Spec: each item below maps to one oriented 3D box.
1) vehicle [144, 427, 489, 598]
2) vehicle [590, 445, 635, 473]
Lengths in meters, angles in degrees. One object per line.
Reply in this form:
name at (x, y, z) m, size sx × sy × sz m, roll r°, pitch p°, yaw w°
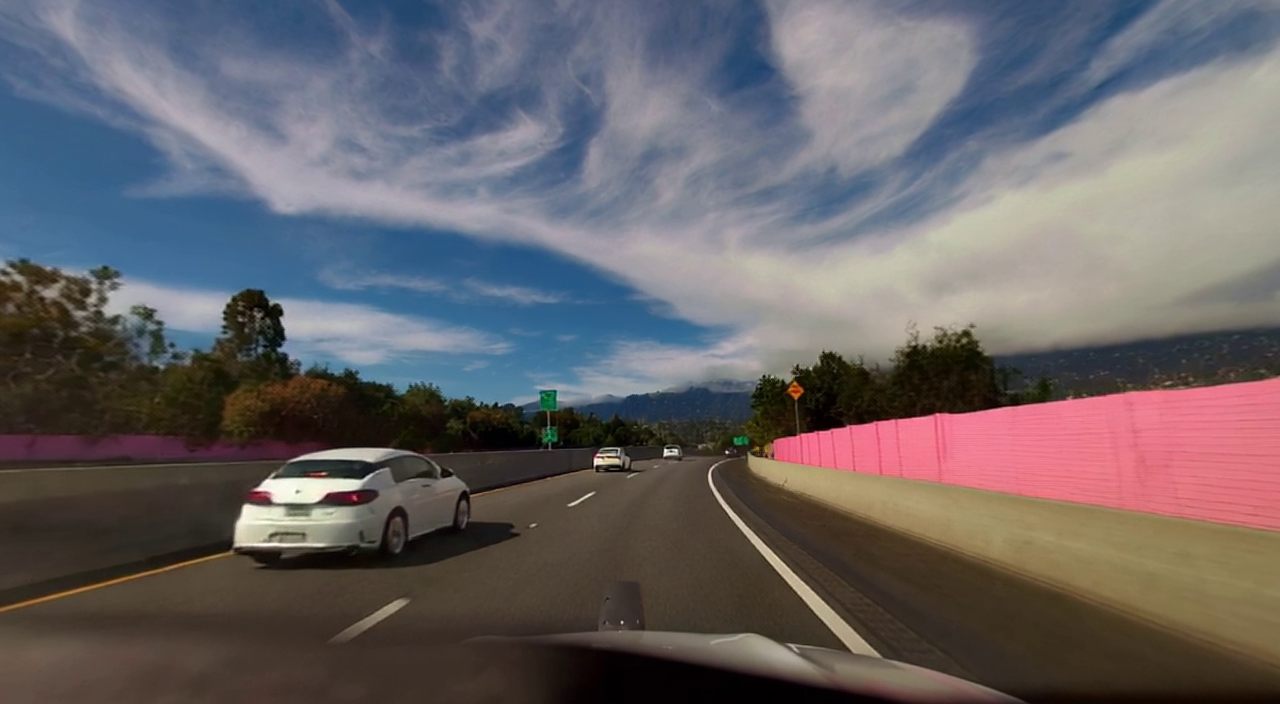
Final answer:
vehicle at (-3.316, 1.705, 7.543) m, size 1.884 × 1.469 × 3.959 m, roll -1°, pitch -9°, yaw 2°
vehicle at (-1.422, 5.738, 34.069) m, size 1.746 × 1.405 × 4.339 m, roll -1°, pitch -9°, yaw 7°
